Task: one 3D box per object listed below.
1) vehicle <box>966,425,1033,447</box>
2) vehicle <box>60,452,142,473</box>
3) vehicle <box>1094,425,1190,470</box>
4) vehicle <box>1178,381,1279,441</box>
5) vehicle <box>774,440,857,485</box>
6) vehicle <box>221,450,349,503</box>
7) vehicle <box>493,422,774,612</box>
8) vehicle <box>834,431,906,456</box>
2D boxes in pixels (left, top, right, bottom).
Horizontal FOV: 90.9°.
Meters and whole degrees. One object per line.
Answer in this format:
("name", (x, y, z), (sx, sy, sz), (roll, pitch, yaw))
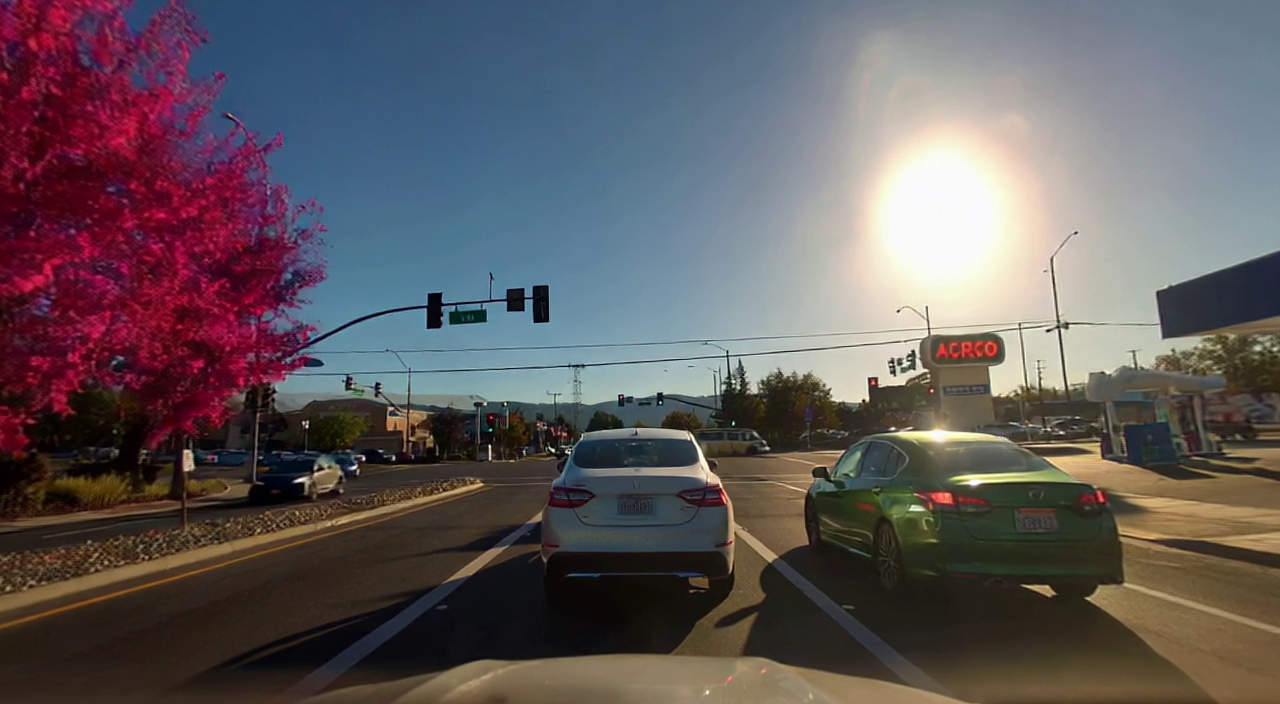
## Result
("vehicle", (27.394, 6.445, 48.064), (3.968, 1.572, 1.740), (0, -9, 4))
("vehicle", (-39.578, 8.106, 46.313), (4.511, 1.407, 1.764), (-1, -8, 5))
("vehicle", (18.587, 3.508, 23.272), (4.300, 1.495, 2.053), (8, -11, -43))
("vehicle", (43.343, 4.063, 42.856), (10.890, 3.868, 3.021), (0, -8, -4))
("vehicle", (6.554, 4.155, 24.071), (1.942, 1.511, 4.390), (0, -8, 0))
("vehicle", (-11.310, 3.951, 20.515), (1.944, 1.465, 4.609), (1, -8, -7))
("vehicle", (-0.064, 1.606, 7.081), (2.213, 1.482, 4.057), (0, -8, 0))
("vehicle", (16.370, 6.519, 44.928), (4.622, 1.675, 2.022), (-3, -9, 21))
